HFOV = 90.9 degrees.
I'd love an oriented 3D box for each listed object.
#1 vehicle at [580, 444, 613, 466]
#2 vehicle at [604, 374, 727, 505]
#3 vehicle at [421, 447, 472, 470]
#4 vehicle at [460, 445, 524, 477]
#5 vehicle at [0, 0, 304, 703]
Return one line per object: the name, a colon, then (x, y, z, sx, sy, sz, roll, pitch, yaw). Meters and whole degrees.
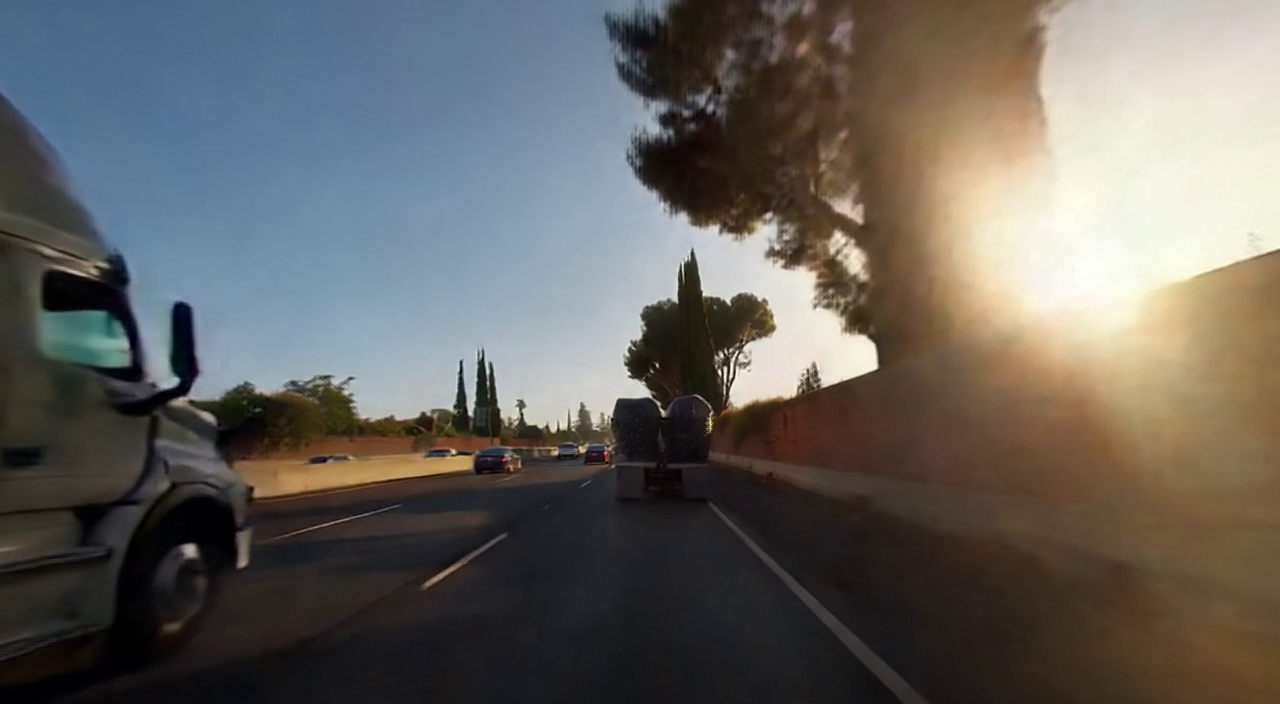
vehicle: (-3.114, 7.540, 46.327, 1.974, 1.475, 4.538, 0, -8, 1)
vehicle: (0.362, 2.655, 19.067, 2.798, 3.071, 8.412, 0, -8, -4)
vehicle: (-12.856, 7.086, 42.196, 1.908, 1.473, 4.552, 0, -8, 1)
vehicle: (-7.389, 5.475, 32.072, 2.006, 1.458, 4.700, 0, -8, 2)
vehicle: (-4.199, -0.145, 1.813, 2.998, 3.992, 5.800, 0, -8, 2)
